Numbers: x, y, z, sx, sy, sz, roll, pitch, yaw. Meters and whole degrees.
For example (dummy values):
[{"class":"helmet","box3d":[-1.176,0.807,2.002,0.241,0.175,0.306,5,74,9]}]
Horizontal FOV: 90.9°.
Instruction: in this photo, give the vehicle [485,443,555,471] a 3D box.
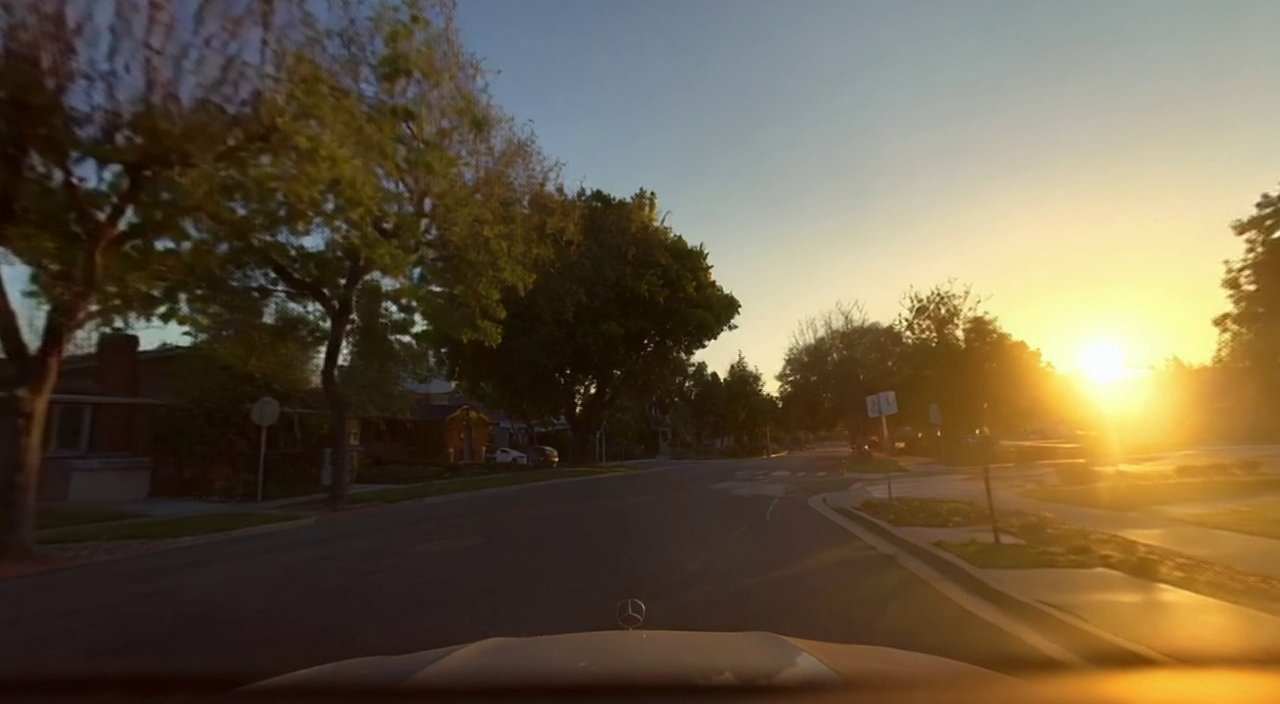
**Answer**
[{"class":"vehicle","box3d":[-7.617,6.702,40.304,4.252,1.681,1.854,1,-8,-8]}]
